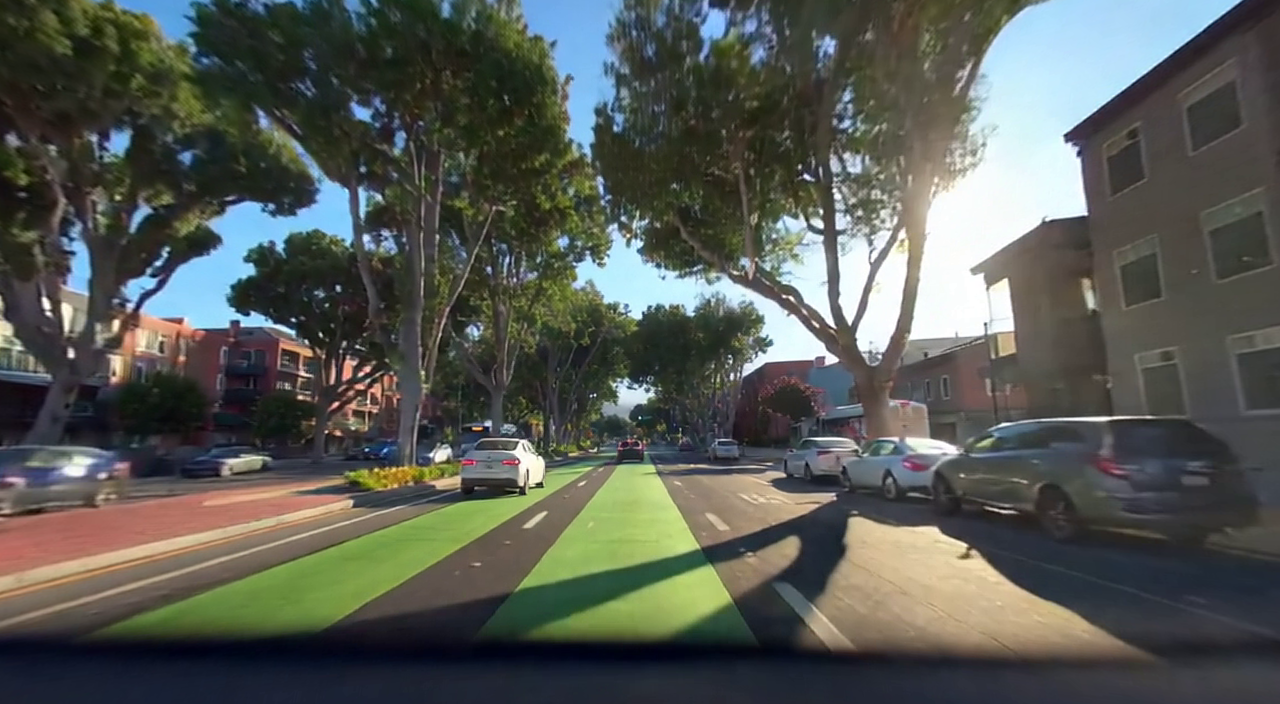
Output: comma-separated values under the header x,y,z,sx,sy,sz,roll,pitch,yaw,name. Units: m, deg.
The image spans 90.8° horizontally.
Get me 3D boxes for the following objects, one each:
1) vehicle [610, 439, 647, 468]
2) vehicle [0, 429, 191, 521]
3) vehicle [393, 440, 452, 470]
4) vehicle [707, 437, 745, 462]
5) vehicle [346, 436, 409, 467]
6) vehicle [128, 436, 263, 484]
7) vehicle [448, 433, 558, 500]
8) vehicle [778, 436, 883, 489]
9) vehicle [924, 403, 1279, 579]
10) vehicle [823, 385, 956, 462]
x,y,z,sx,sy,sz,roll,pitch,yaw,name
-0.610,5.738,36.024,1.999,1.520,3.896,-1,-8,0,vehicle
-11.688,2.340,12.462,1.972,1.533,5.024,0,-8,0,vehicle
-11.682,5.536,34.236,1.804,1.462,4.392,0,-8,-2,vehicle
6.482,7.423,48.260,2.206,1.803,5.753,-1,-8,1,vehicle
-16.782,6.359,40.650,1.912,1.855,4.652,-1,-8,3,vehicle
-16.810,4.093,24.223,1.885,1.642,4.397,-1,-8,1,vehicle
-3.455,2.965,16.855,1.934,1.522,4.287,-1,-8,1,vehicle
6.314,3.683,21.513,2.130,1.584,4.181,0,-8,-2,vehicle
6.493,1.790,9.100,2.375,1.786,5.078,0,-8,-1,vehicle
17.801,5.510,47.332,3.225,4.571,16.558,-3,-8,0,vehicle
